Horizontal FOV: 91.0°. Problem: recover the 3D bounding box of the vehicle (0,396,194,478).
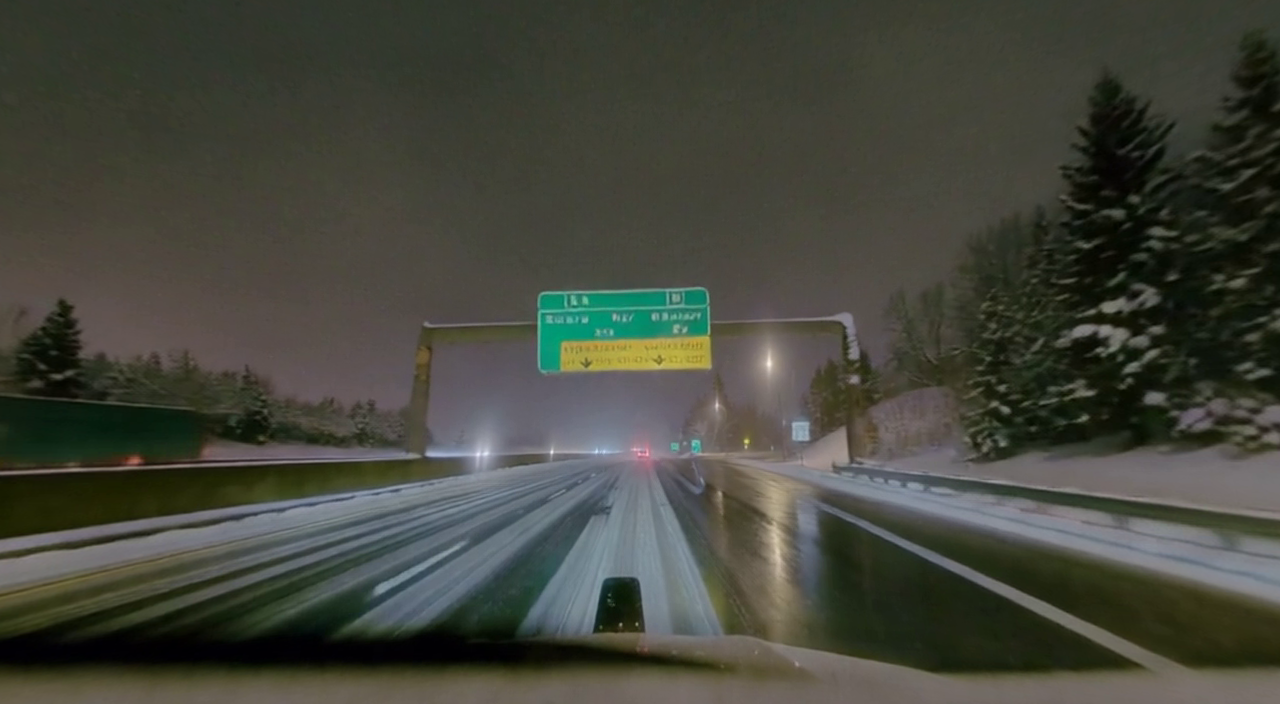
[{"bbox_3d":[-25.130,3.933,28.797,2.826,3.162,8.616,0,-9,2],"label":"vehicle"}]
